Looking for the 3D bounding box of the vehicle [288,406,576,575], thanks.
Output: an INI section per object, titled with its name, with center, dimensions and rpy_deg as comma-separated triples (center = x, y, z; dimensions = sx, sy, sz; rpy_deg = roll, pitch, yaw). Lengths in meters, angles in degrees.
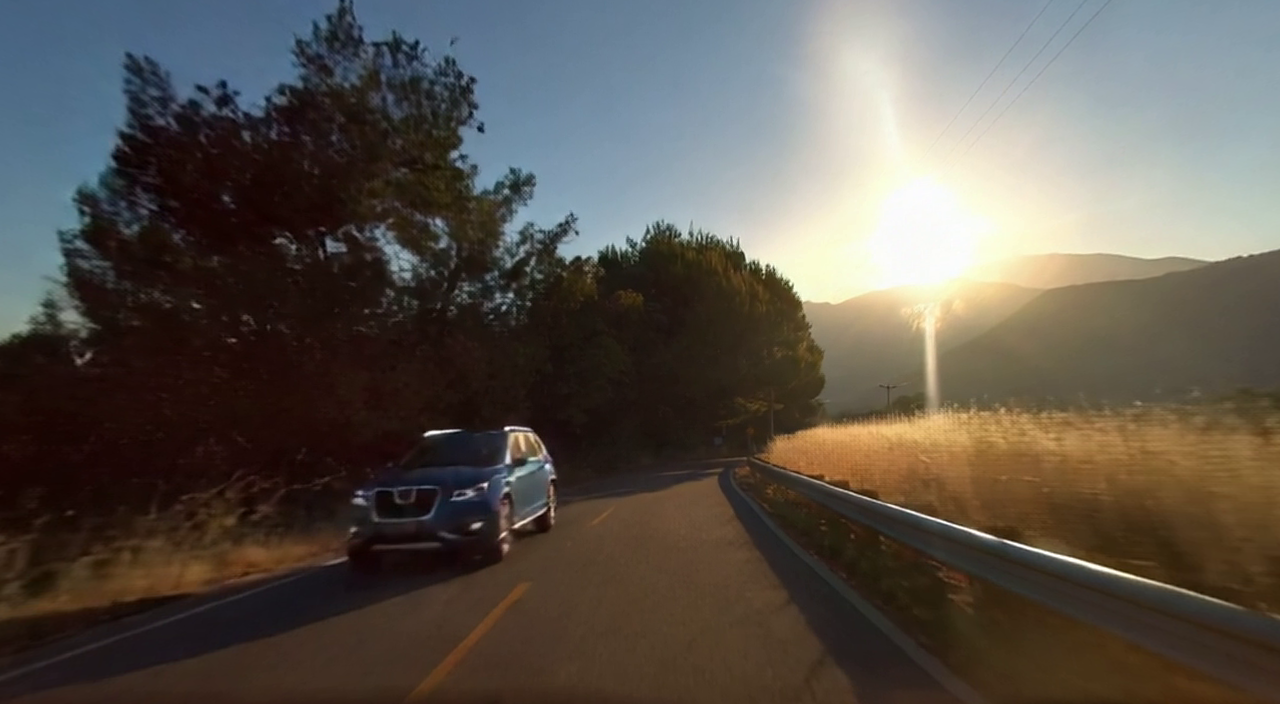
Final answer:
[vehicle]
center = -2.534, 1.864, 9.350
dimensions = 2.251, 1.799, 4.776
rpy_deg = -1, -9, 6
